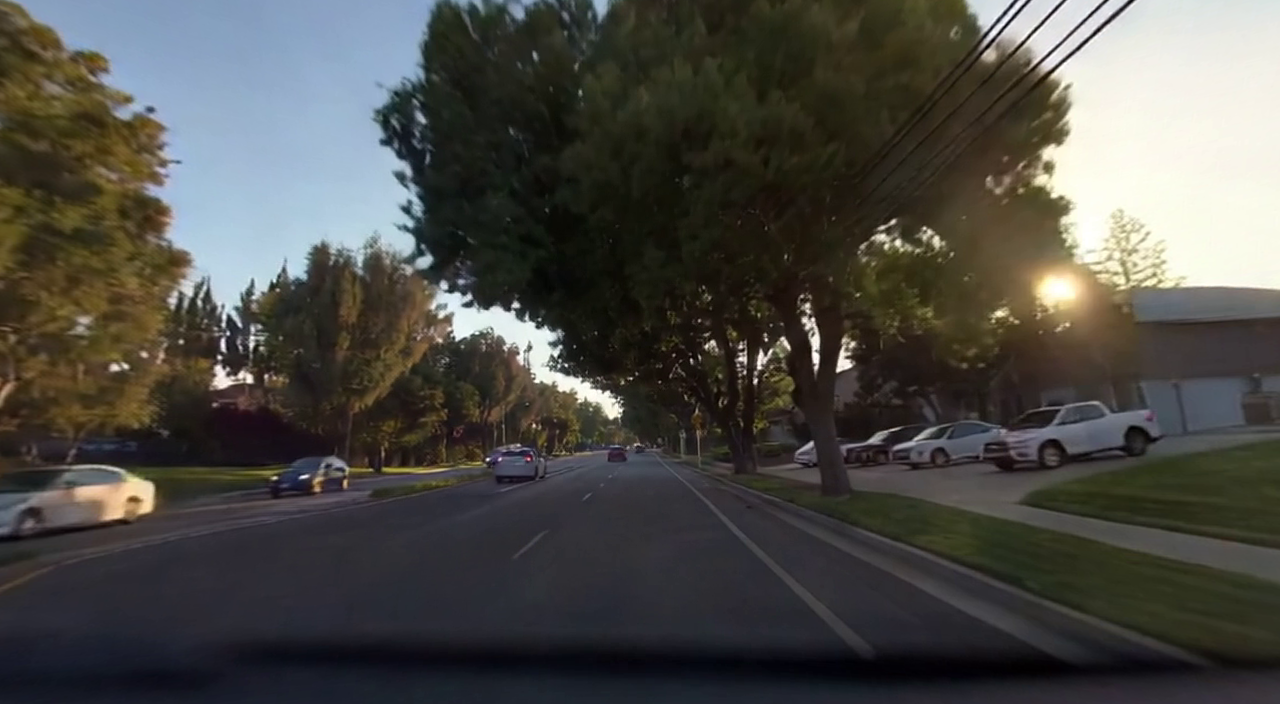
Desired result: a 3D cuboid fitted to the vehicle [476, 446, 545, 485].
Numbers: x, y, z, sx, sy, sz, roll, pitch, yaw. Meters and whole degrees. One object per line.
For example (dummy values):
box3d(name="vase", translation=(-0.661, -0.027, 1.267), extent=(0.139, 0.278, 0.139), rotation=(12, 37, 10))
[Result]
box3d(name="vehicle", translation=(-5.369, 4.748, 26.767), extent=(2.084, 1.466, 4.522), rotation=(0, -9, -2))

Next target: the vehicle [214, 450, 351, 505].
box3d(name="vehicle", translation=(-12.605, 4.403, 22.668), extent=(2.077, 1.713, 4.715), rotation=(-1, -9, 1))

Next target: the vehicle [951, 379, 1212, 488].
box3d(name="vehicle", translation=(10.732, 2.047, 15.652), extent=(4.610, 1.853, 2.265), rotation=(-8, -10, -3))

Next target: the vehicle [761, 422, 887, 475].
box3d(name="vehicle", translation=(8.241, 4.403, 28.595), extent=(4.840, 1.583, 2.324), rotation=(-9, -10, -3))

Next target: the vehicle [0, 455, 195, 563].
box3d(name="vehicle", translation=(-10.388, 2.602, 11.095), extent=(2.048, 1.481, 4.543), rotation=(0, -9, -4))
